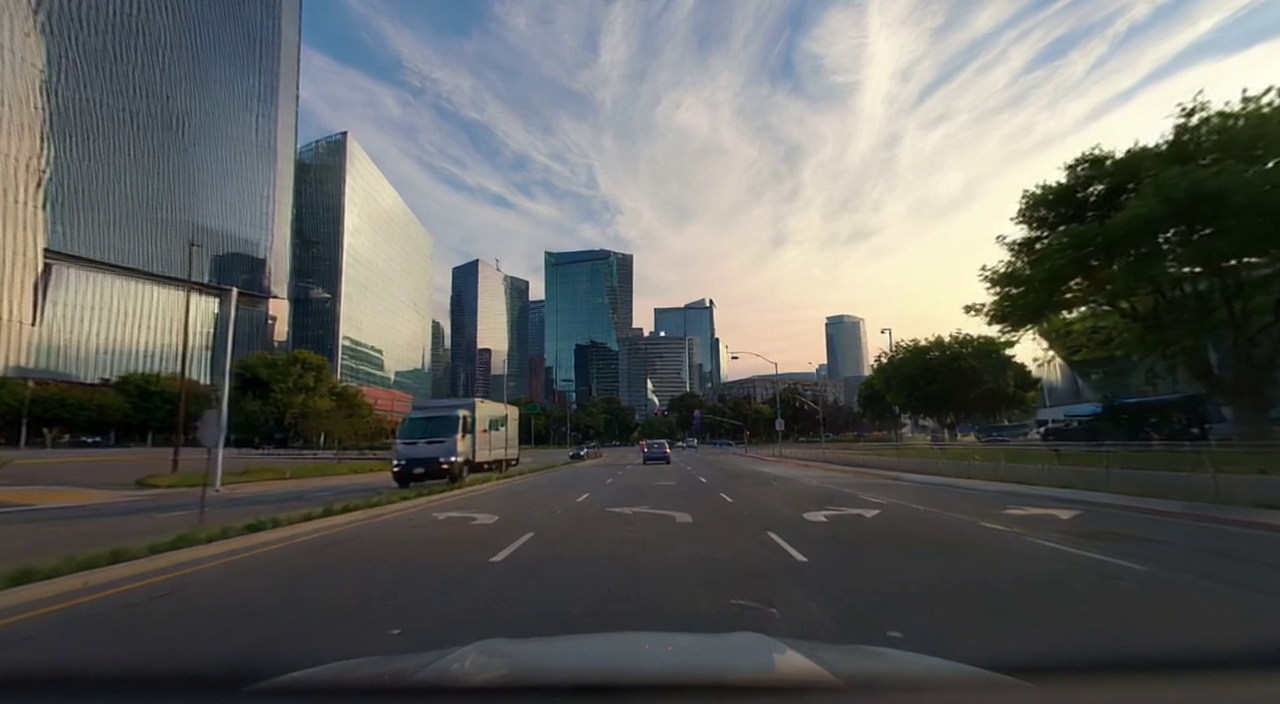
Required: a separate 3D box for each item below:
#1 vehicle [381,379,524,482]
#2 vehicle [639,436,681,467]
[{"bbox_3d":[-8.235,3.876,29.870,3.065,3.928,11.252,0,-9,1],"label":"vehicle"},{"bbox_3d":[1.273,6.443,40.912,2.601,1.878,4.535,0,-9,1],"label":"vehicle"}]
